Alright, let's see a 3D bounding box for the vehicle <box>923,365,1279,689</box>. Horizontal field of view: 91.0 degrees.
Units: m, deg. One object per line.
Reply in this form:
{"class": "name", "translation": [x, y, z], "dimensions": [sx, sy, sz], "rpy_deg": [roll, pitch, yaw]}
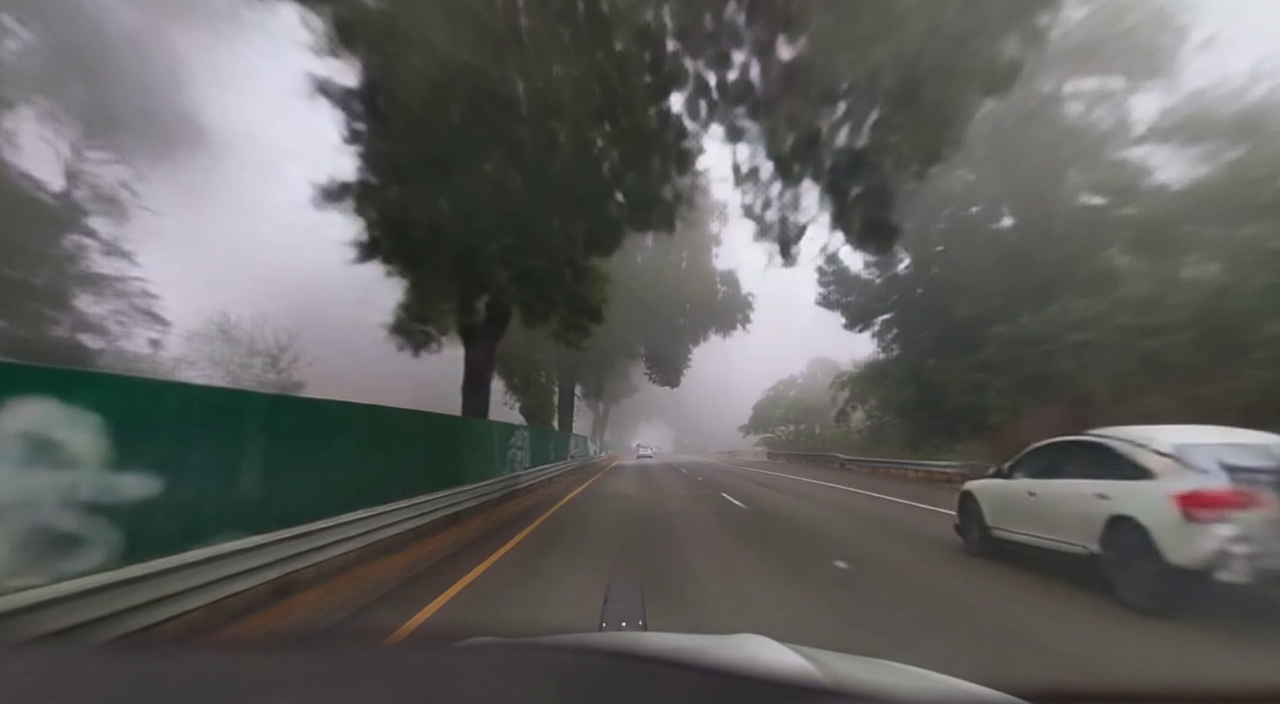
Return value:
{"class": "vehicle", "translation": [4.514, 1.221, 5.306], "dimensions": [2.161, 1.717, 4.440], "rpy_deg": [0, -8, 0]}
